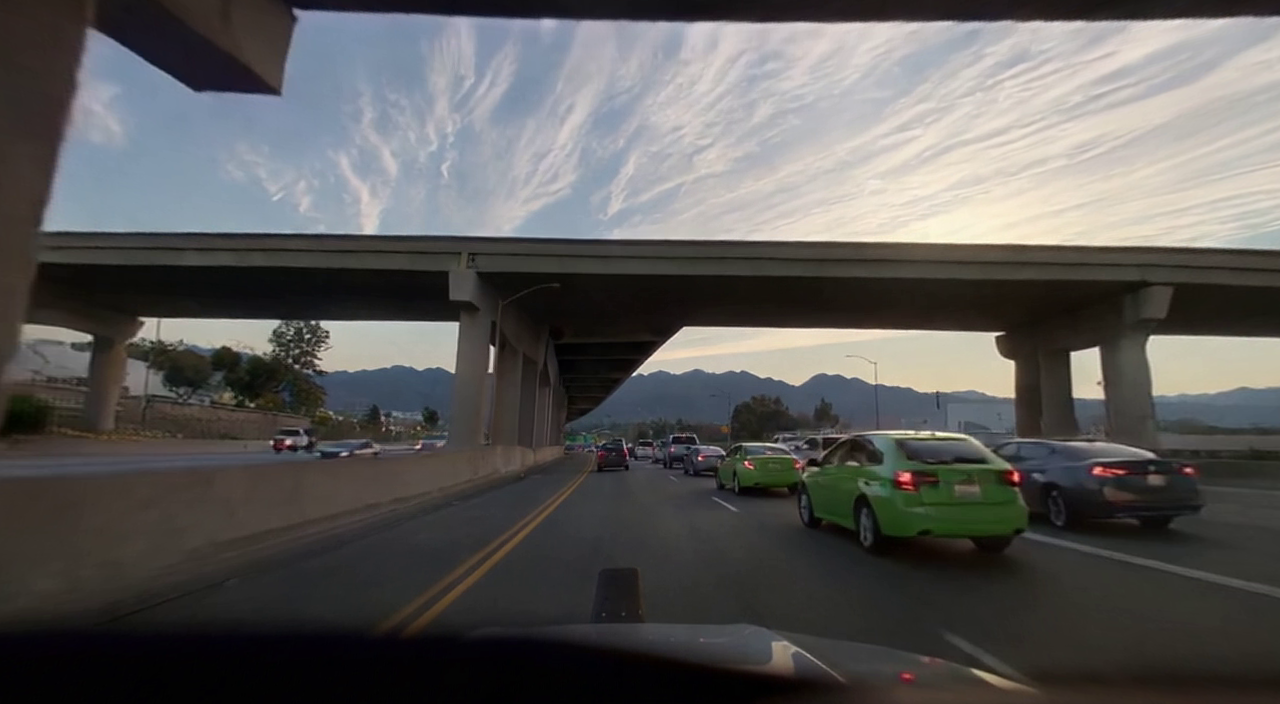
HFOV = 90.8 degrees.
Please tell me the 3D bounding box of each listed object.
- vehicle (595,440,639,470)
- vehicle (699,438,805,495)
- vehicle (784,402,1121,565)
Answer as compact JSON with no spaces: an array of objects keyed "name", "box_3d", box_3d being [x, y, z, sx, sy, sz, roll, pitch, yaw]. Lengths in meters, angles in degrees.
[{"name":"vehicle","box_3d":[-1.268,5.612,34.715,2.266,1.549,3.978,0,-8,-2]},{"name":"vehicle","box_3d":[3.129,3.315,18.724,2.074,1.455,4.646,0,-8,-3]},{"name":"vehicle","box_3d":[3.976,1.782,9.414,2.276,1.739,5.040,0,-8,-2]}]
